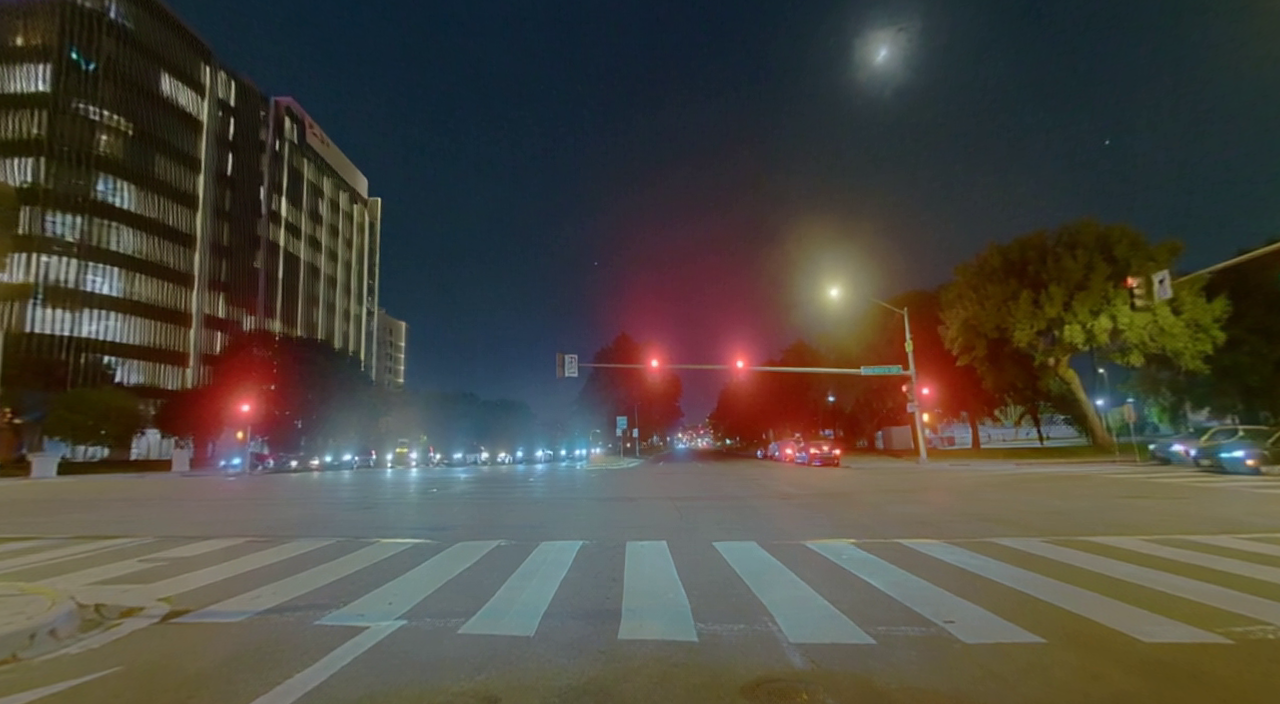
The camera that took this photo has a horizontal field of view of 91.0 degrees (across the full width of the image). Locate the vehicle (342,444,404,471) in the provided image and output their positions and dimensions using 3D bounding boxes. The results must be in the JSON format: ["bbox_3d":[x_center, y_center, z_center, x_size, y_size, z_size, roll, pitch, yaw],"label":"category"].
[{"bbox_3d":[-18.577,7.343,44.002,2.237,1.801,4.541,0,-9,1],"label":"vehicle"}]

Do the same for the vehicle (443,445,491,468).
[{"bbox_3d":[-11.649,7.077,42.694,1.911,1.476,4.297,-1,-9,2],"label":"vehicle"}]

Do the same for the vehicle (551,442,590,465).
[{"bbox_3d":[-4.545,6.710,41.676,1.954,1.431,4.050,0,-9,2],"label":"vehicle"}]

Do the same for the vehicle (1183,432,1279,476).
[{"bbox_3d":[22.306,3.587,22.243,4.474,1.477,1.908,0,-9,-3],"label":"vehicle"}]

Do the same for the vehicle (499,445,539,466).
[{"bbox_3d":[-8.113,7.001,42.606,1.910,1.321,3.692,0,-9,1],"label":"vehicle"}]

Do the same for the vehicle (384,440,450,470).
[{"bbox_3d":[-15.159,7.031,43.160,2.340,1.946,5.450,0,-9,2],"label":"vehicle"}]

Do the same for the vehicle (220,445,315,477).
[{"bbox_3d":[-22.785,6.660,38.777,2.032,1.839,4.884,-2,-9,14],"label":"vehicle"}]
